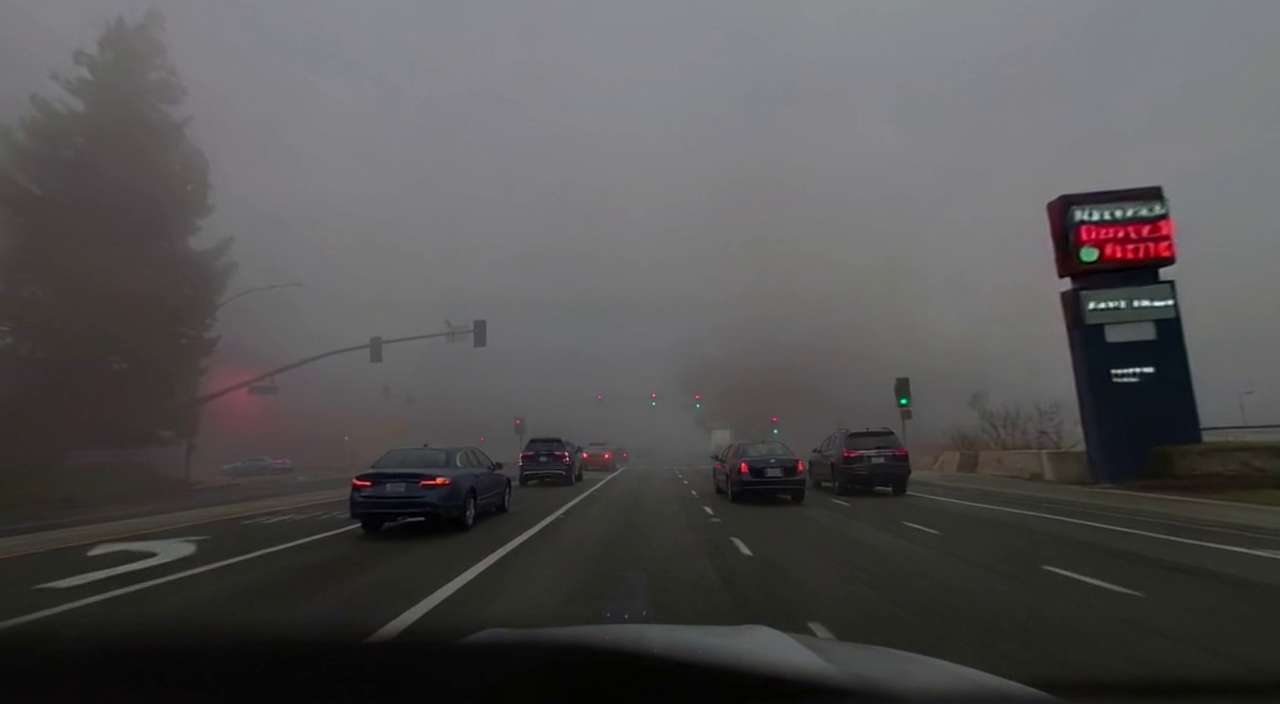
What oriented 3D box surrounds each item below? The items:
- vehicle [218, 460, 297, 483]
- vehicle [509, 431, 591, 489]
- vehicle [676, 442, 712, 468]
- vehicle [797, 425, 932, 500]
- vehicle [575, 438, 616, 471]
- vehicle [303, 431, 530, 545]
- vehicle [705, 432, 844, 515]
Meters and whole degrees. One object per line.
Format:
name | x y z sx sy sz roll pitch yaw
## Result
vehicle | -30.153 9.425 49.810 5.026 1.630 1.832 3 -9 -23
vehicle | -3.075 3.811 22.599 2.187 1.825 4.621 0 -9 1
vehicle | 3.494 6.781 41.603 2.030 1.628 4.080 0 -9 0
vehicle | 5.875 2.954 17.186 1.979 1.738 4.418 0 -9 -1
vehicle | -2.676 6.283 38.863 2.140 1.868 4.675 0 -9 1
vehicle | -3.402 2.172 10.788 2.087 1.494 4.626 -1 -9 1
vehicle | 2.708 2.566 13.787 2.004 1.512 4.206 0 -9 -1
